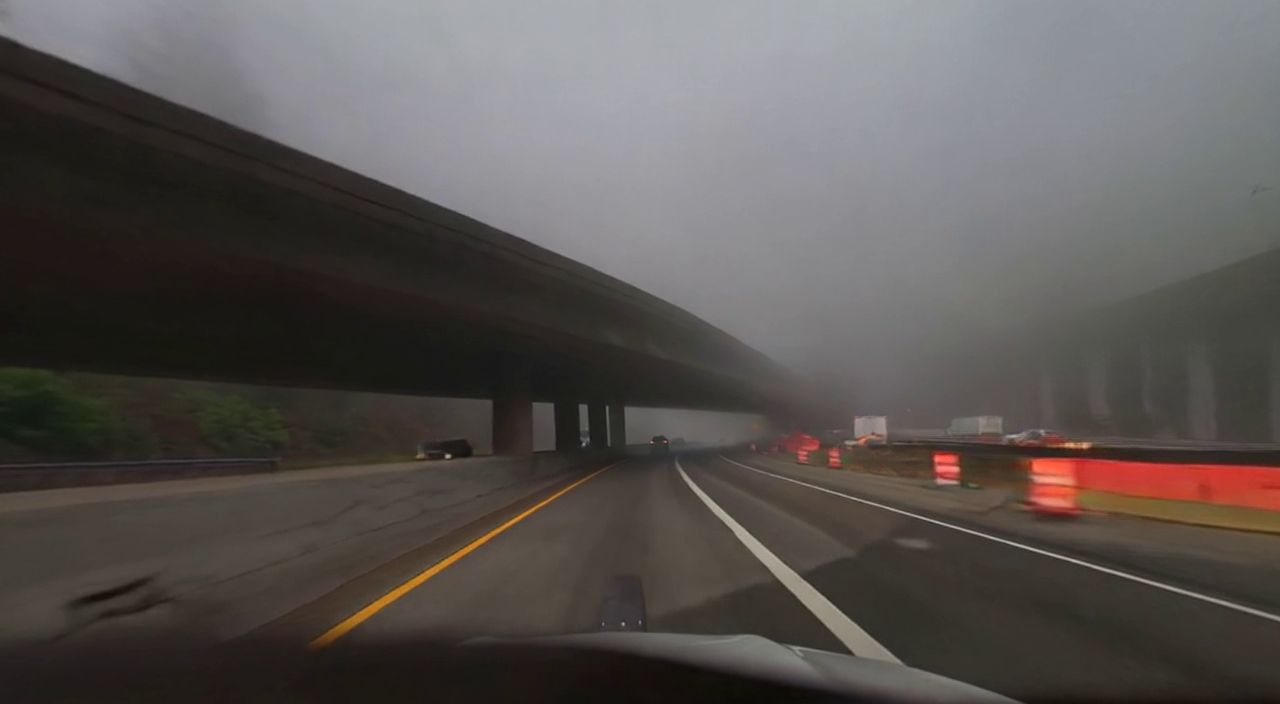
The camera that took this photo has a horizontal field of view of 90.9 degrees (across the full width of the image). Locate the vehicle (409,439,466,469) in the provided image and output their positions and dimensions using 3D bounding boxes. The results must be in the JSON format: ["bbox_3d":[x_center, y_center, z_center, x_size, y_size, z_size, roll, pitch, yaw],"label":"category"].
[{"bbox_3d":[-9.962,5.012,31.247,1.667,1.399,3.428,0,-8,1],"label":"vehicle"}]
